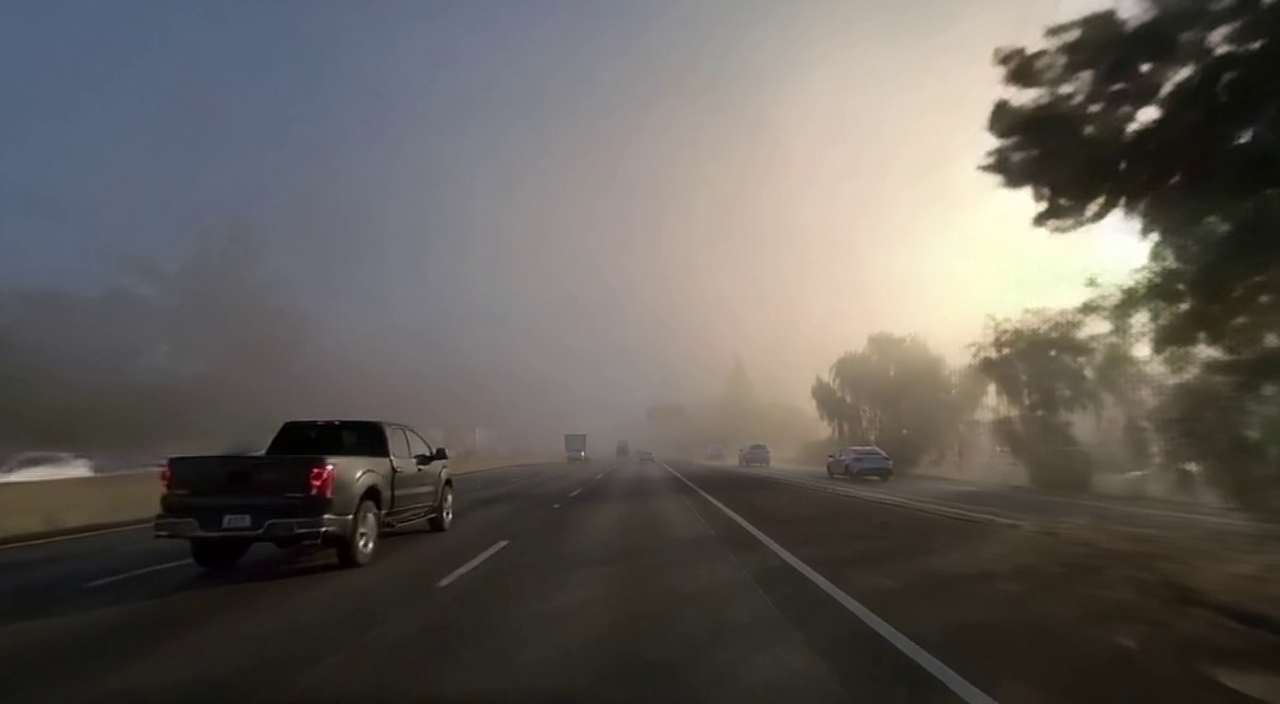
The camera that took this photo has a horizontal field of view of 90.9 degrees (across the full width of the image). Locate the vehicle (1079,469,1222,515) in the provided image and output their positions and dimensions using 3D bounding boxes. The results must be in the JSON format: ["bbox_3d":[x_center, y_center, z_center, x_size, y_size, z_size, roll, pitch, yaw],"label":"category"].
[{"bbox_3d":[29.365,8.110,36.527,5.938,2.070,2.138,-5,-5,11],"label":"vehicle"}]

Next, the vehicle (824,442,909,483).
[{"bbox_3d":[9.697,4.747,27.389,1.971,1.638,4.295,0,-9,-1],"label":"vehicle"}]

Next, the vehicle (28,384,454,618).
[{"bbox_3d":[-4.007,1.584,7.674,1.994,1.911,4.819,0,-9,0],"label":"vehicle"}]
